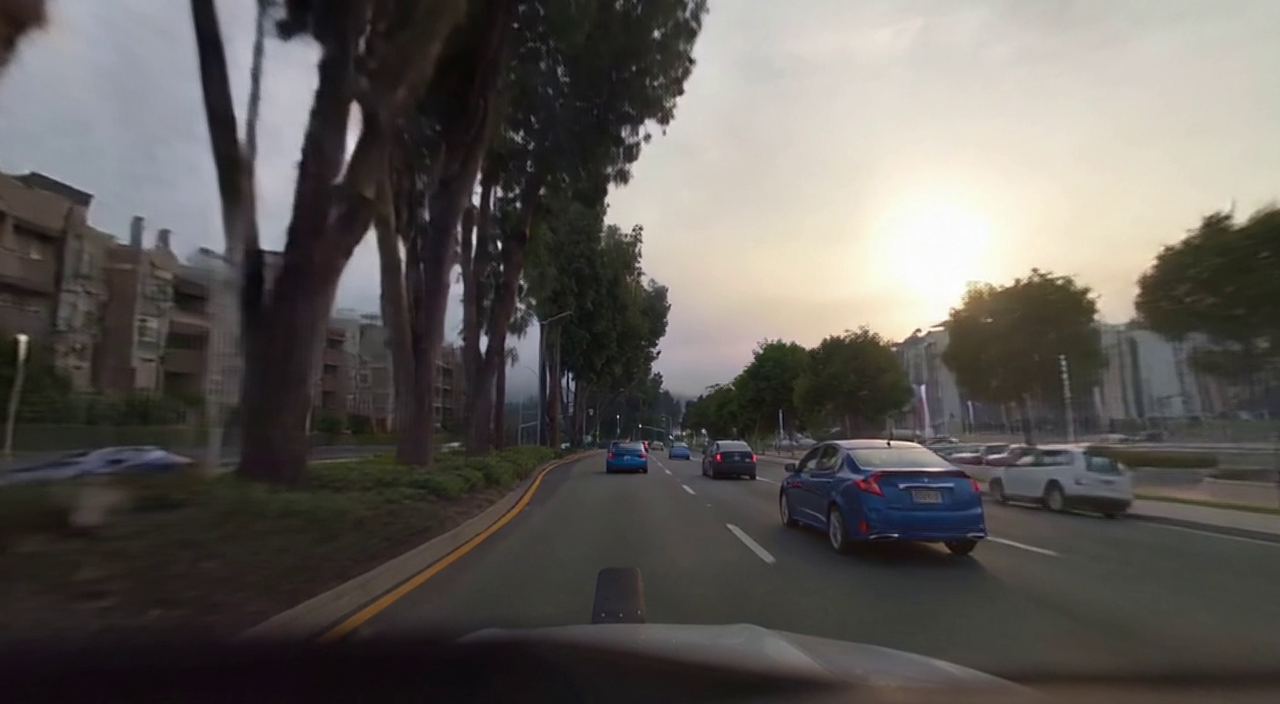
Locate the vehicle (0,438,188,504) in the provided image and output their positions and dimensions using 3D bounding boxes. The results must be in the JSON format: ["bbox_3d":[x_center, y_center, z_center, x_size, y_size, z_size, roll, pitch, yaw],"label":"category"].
[{"bbox_3d":[-14.874,3.119,17.123,1.993,1.503,5.004,1,-8,-7],"label":"vehicle"}]

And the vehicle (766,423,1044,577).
[{"bbox_3d":[3.014,1.741,8.204,1.852,1.498,3.825,0,-8,-2],"label":"vehicle"}]

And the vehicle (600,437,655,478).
[{"bbox_3d":[-0.457,4.069,24.631,1.994,1.479,3.647,0,-8,-1],"label":"vehicle"}]

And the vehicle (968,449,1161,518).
[{"bbox_3d":[10.210,3.146,15.683,1.788,1.412,4.226,0,-8,-1],"label":"vehicle"}]

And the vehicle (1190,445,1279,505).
[{"bbox_3d":[17.358,3.336,17.509,4.063,1.465,2.038,6,-10,-33],"label":"vehicle"}]

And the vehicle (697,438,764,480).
[{"bbox_3d":[3.424,4.130,24.644,1.908,1.453,4.230,0,-8,-1],"label":"vehicle"}]
